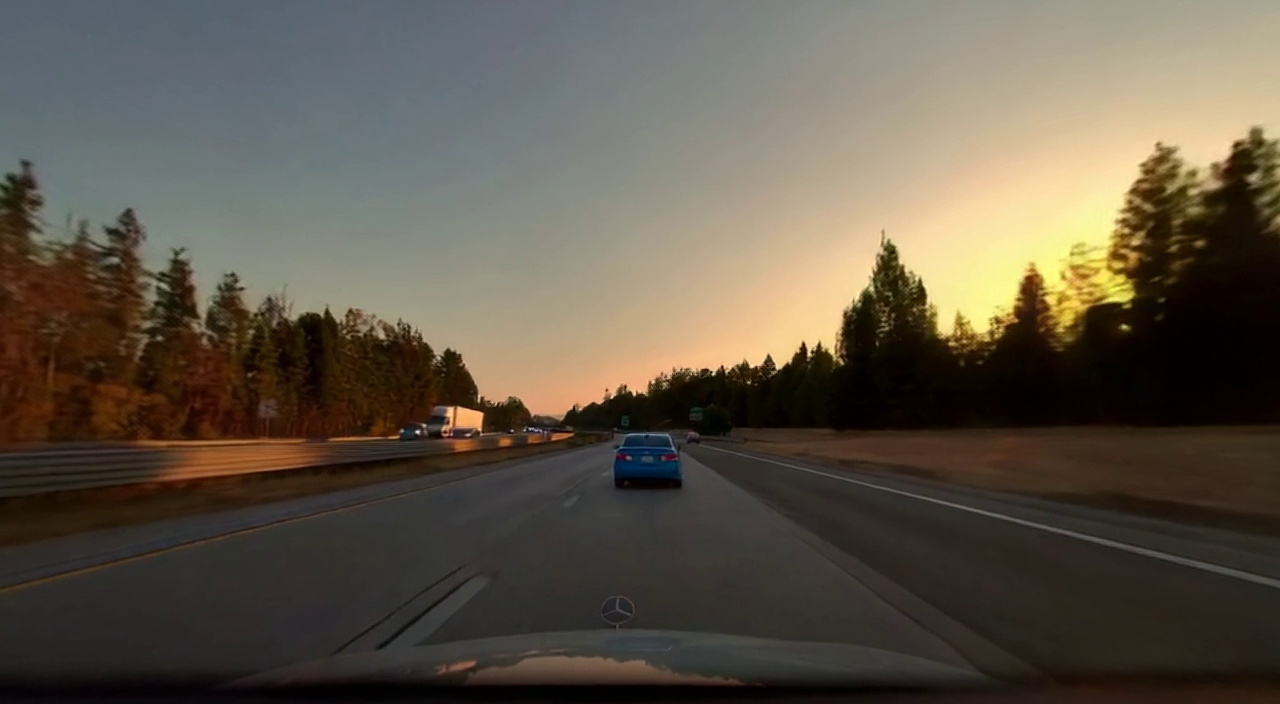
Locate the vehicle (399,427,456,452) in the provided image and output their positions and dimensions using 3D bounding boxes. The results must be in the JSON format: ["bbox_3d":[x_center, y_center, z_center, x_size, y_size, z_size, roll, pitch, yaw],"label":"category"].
[{"bbox_3d":[-13.392,5.576,40.057,1.942,1.478,4.622,0,-8,1],"label":"vehicle"}]

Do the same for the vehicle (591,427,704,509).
[{"bbox_3d":[0.198,2.327,13.245,1.977,1.443,4.225,0,-8,2],"label":"vehicle"}]
